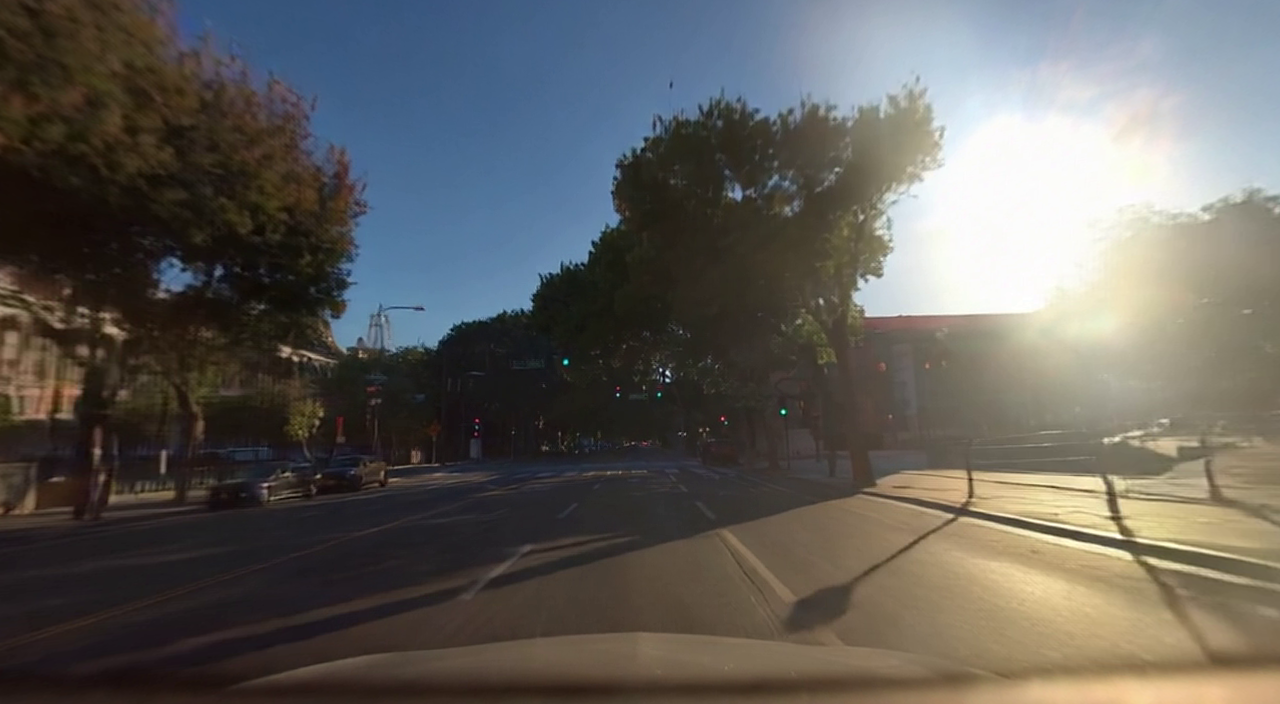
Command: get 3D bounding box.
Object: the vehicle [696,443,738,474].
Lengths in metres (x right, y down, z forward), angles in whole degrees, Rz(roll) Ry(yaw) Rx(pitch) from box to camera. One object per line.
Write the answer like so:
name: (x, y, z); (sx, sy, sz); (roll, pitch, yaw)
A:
vehicle: (4.156, 5.714, 34.118); (2.085, 1.530, 4.125); (-1, -8, 7)

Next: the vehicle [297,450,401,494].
vehicle: (-12.539, 5.154, 27.724); (2.011, 1.668, 5.474); (0, -8, 0)

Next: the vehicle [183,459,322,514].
vehicle: (-12.415, 4.298, 20.626); (1.767, 1.455, 4.389); (0, -8, 0)
